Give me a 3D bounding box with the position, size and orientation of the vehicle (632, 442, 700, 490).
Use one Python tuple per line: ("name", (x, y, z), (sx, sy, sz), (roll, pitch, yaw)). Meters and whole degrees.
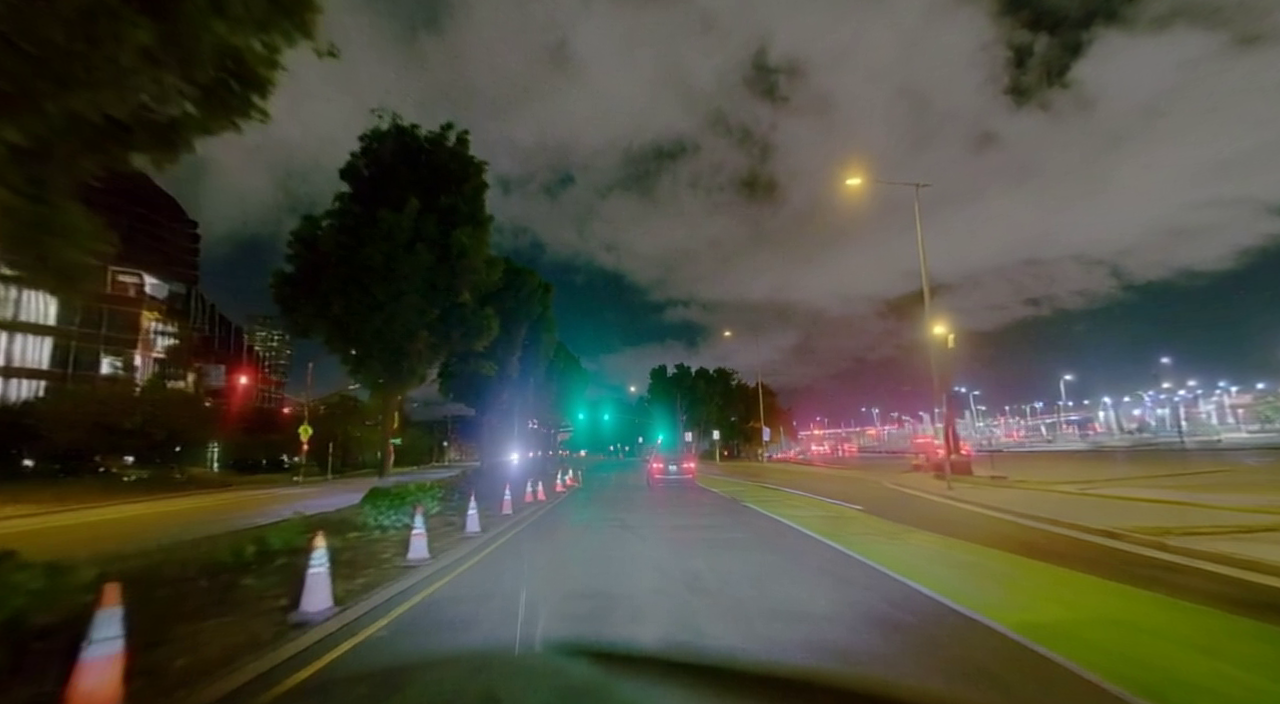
("vehicle", (0.785, 3.957, 22.267), (2.114, 1.493, 4.430), (0, -8, -1))
